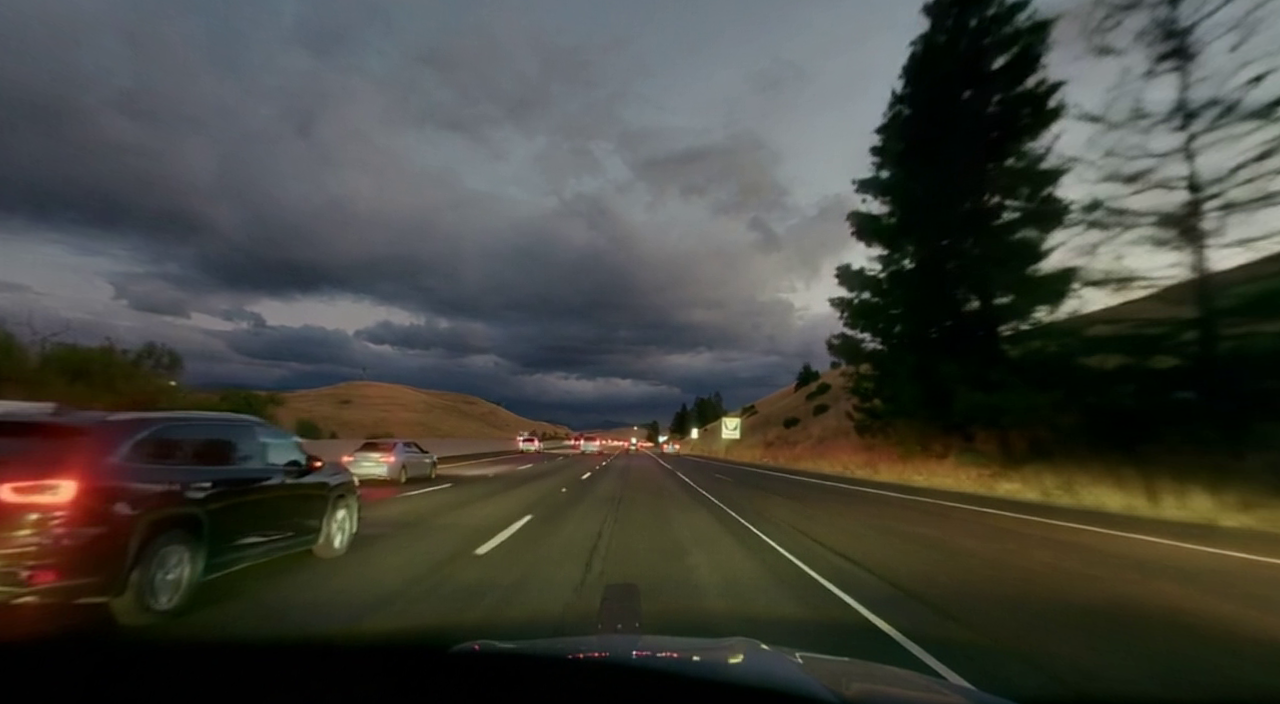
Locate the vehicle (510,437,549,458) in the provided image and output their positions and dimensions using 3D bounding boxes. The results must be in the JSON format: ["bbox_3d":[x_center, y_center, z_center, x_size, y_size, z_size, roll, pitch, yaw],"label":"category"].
[{"bbox_3d":[-7.882,6.886,45.535,2.020,1.447,4.322,0,-8,0],"label":"vehicle"}]

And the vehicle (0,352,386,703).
[{"bbox_3d":[-4.054,1.154,4.934,2.166,1.700,4.661,0,-8,0],"label":"vehicle"}]
